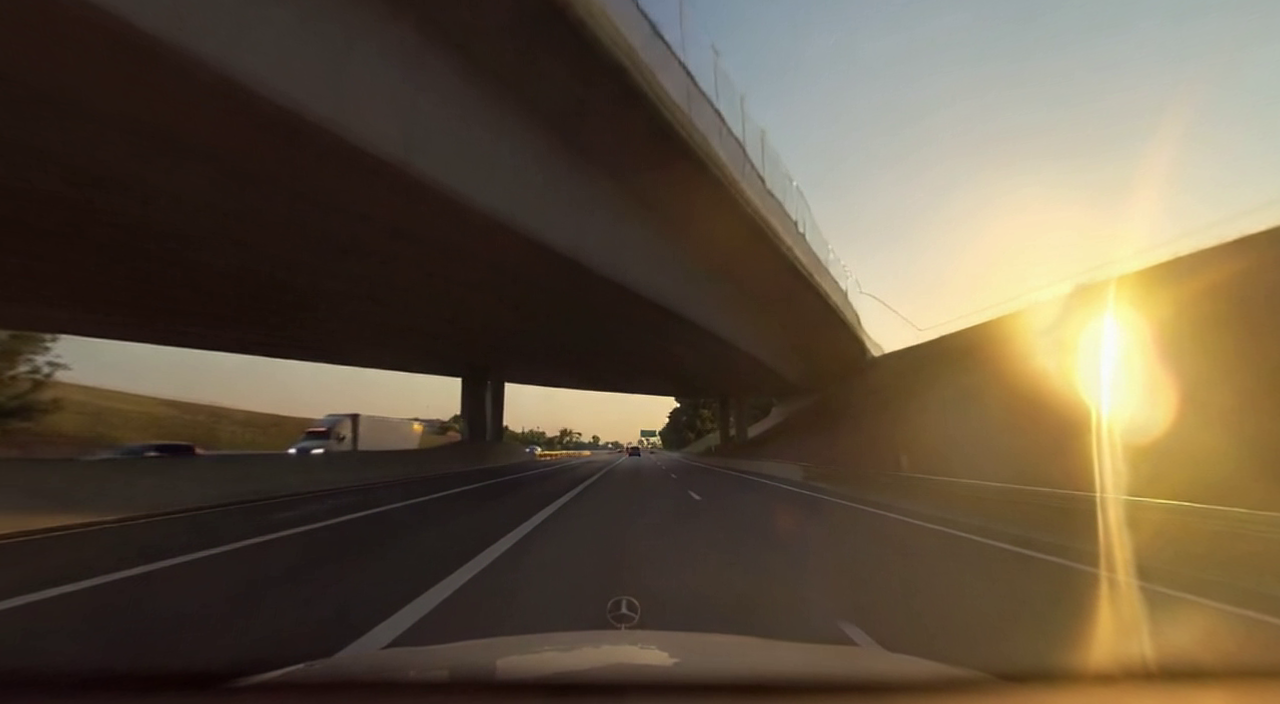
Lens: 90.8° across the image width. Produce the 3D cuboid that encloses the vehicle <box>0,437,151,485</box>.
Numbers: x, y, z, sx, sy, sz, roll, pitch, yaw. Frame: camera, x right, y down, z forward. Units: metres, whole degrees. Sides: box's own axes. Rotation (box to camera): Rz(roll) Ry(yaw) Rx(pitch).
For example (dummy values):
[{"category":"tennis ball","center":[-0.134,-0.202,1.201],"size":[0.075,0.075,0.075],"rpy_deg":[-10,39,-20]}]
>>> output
[{"category":"vehicle","center":[-21.036,4.069,23.746],"size":[1.846,1.601,4.183],"rpy_deg":[-1,-9,1]}]
